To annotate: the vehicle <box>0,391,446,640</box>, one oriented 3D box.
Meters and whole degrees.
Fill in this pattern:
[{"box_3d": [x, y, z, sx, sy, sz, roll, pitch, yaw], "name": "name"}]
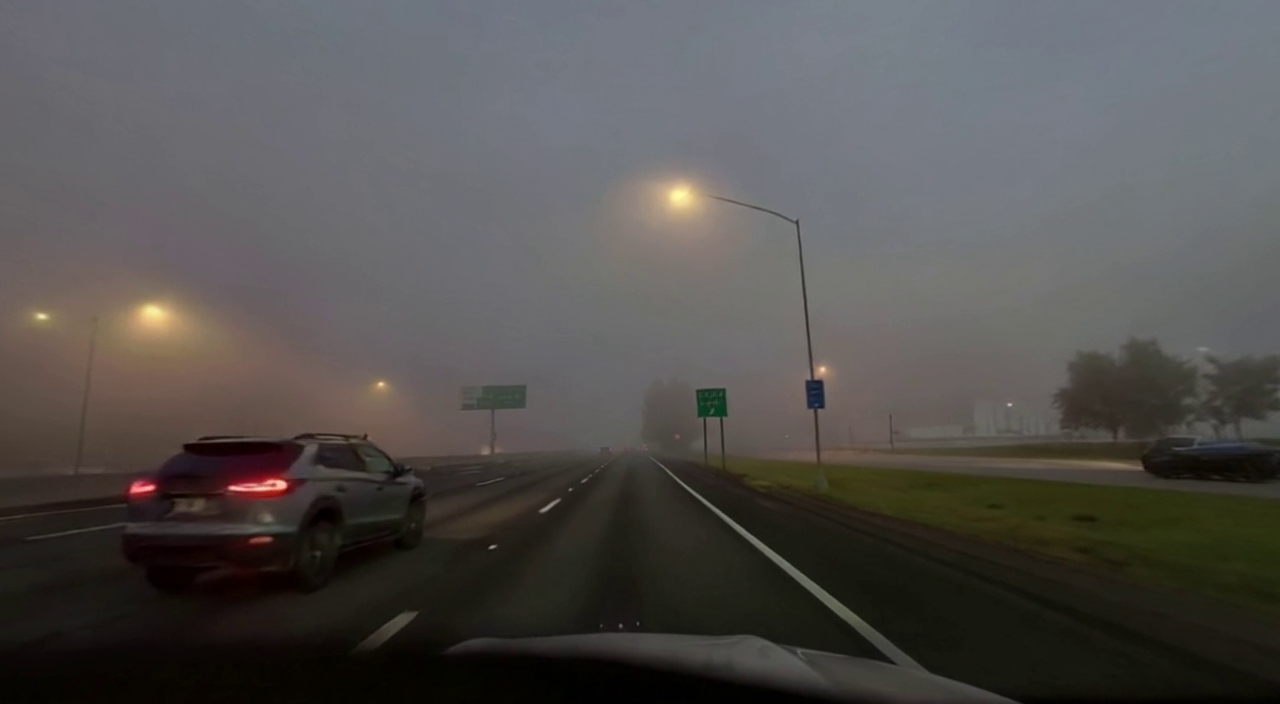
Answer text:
[{"box_3d": [-3.950, 1.518, 6.953, 2.150, 1.761, 4.697, 0, -8, 0], "name": "vehicle"}]
